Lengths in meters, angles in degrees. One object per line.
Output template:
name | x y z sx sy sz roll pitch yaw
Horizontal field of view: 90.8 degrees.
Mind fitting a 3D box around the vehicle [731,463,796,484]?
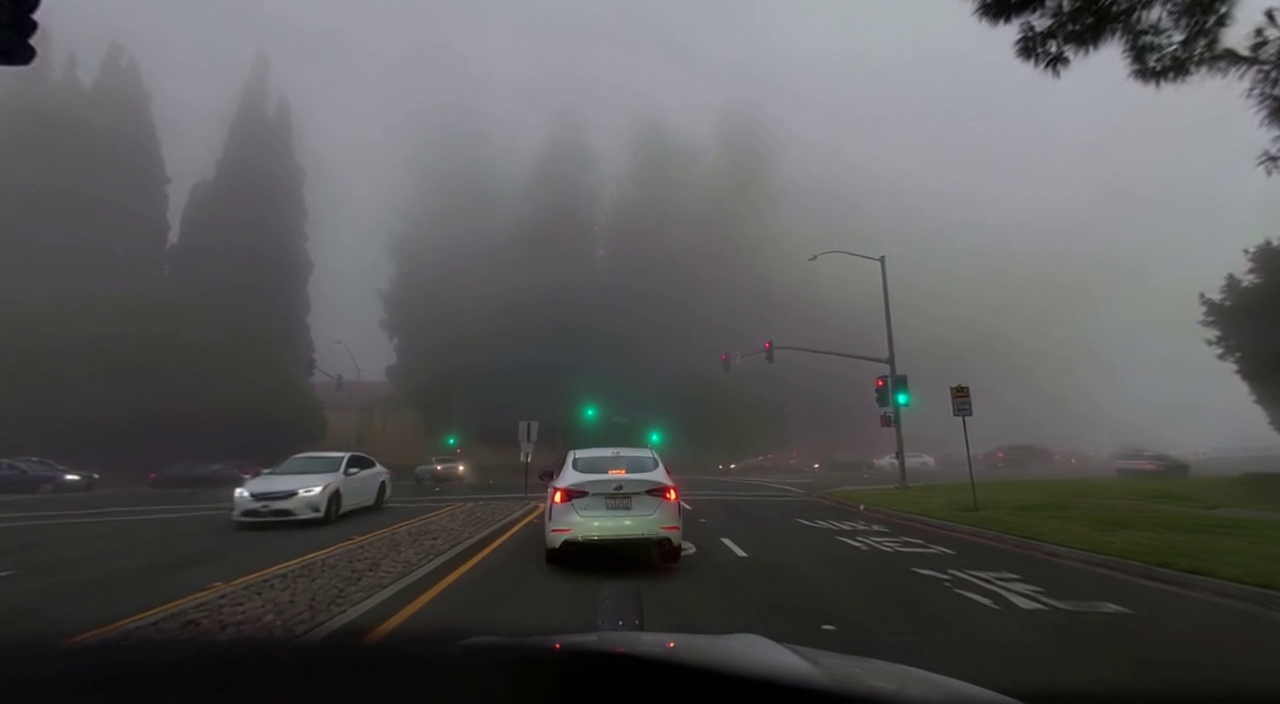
vehicle | 9.118 8.955 46.630 4.254 1.359 1.895 2 -9 -15

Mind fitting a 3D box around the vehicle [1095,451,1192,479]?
vehicle | 28.086 6.267 35.248 4.601 1.485 1.929 3 -9 -18

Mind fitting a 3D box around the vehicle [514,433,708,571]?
vehicle | -0.345 1.966 9.093 2.112 1.479 4.264 0 -9 -1

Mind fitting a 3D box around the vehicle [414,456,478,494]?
vehicle | -8.901 5.654 29.417 2.078 1.534 4.646 1 -9 -8

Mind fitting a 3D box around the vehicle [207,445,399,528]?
vehicle | -6.890 2.752 13.606 2.073 1.459 4.495 1 -9 -7

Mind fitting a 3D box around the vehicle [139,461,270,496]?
vehicle | -20.078 5.834 29.320 4.548 1.449 1.802 2 -9 -14

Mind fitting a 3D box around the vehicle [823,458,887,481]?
vehicle | 16.550 9.033 48.640 4.337 1.637 1.860 2 -9 -16
